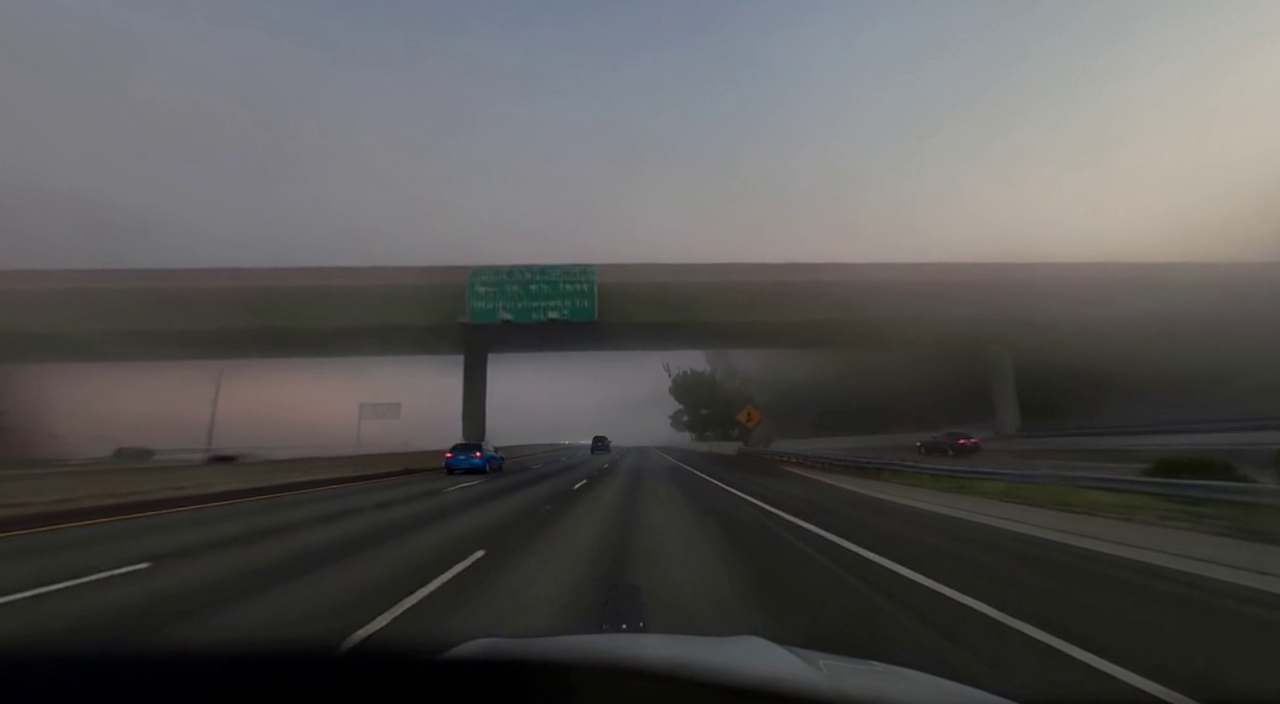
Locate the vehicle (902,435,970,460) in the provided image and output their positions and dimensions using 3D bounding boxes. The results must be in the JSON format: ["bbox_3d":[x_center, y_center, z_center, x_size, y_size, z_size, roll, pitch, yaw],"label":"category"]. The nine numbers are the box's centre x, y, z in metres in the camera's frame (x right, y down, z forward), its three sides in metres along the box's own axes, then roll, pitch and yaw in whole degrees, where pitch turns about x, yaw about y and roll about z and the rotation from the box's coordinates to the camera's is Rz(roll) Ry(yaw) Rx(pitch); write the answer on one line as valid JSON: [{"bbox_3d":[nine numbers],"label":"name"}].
[{"bbox_3d":[20.579,6.614,44.037,2.000,1.515,4.188,-1,-6,-13],"label":"vehicle"}]

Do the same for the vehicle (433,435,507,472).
[{"bbox_3d":[-7.412,4.457,27.924,1.987,1.486,4.174,0,-8,2],"label":"vehicle"}]

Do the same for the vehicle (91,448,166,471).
[{"bbox_3d":[-39.989,8.395,49.460,1.862,1.698,4.430,-1,-8,6],"label":"vehicle"}]

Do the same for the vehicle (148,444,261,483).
[{"bbox_3d":[-17.685,4.523,25.858,1.748,1.474,3.993,0,-8,0],"label":"vehicle"}]
